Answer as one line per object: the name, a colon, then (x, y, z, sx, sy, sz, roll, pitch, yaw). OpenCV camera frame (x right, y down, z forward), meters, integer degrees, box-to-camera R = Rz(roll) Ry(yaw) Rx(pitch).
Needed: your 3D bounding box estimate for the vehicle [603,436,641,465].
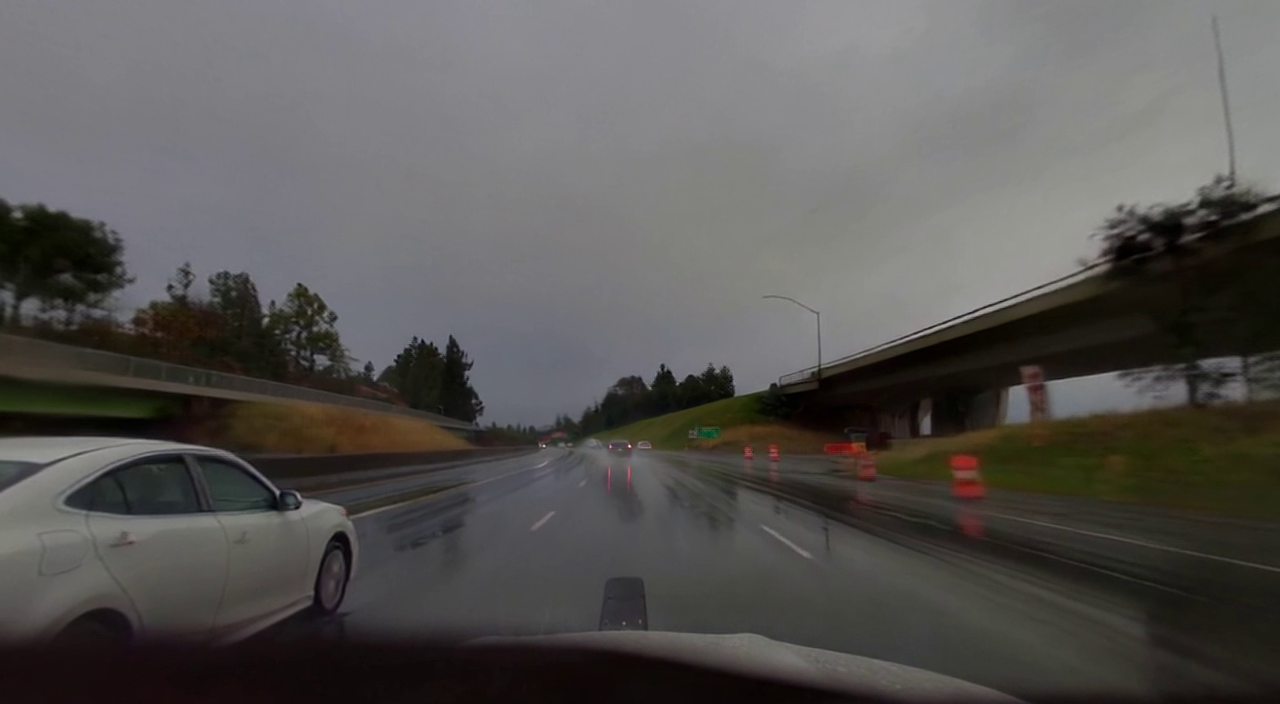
vehicle: (-1.247, 6.480, 41.742, 2.328, 1.805, 4.502, 0, -8, -4)
